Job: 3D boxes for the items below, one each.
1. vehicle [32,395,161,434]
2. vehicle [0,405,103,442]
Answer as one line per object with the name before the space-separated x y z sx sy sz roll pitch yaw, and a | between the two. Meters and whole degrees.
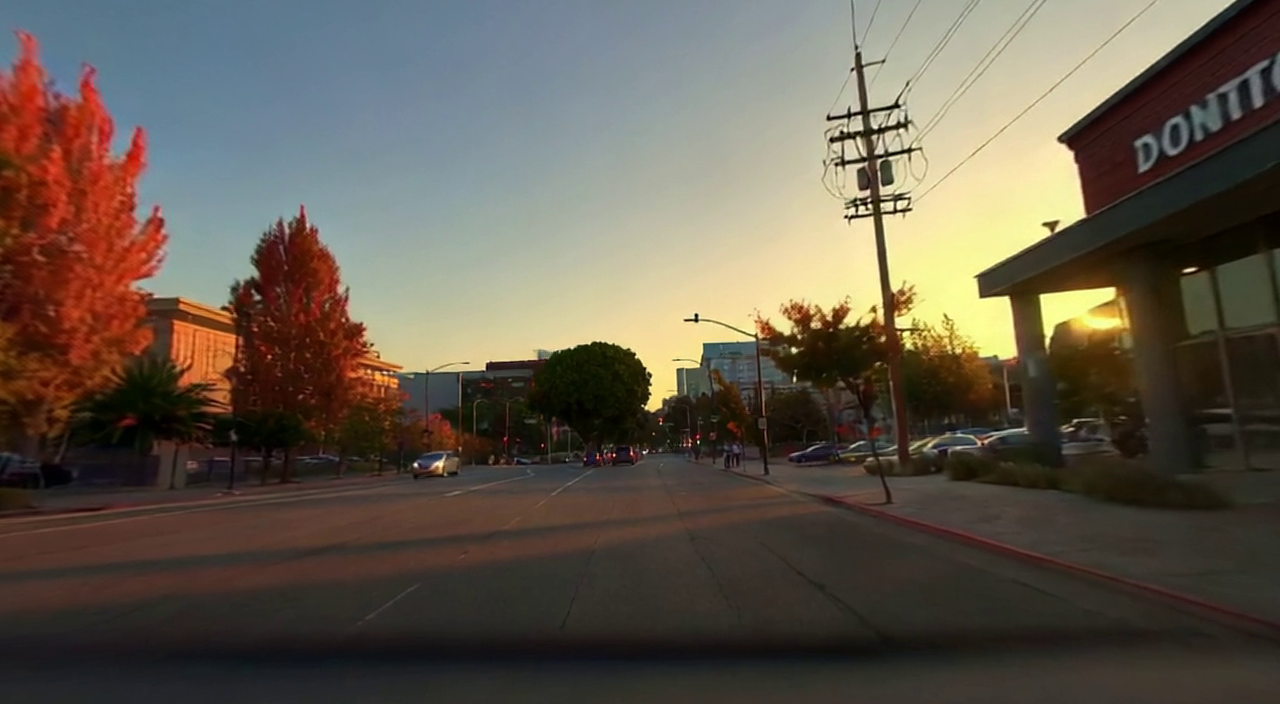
vehicle | -25.675 2.993 29.945 4.397 1.760 1.971 -1 -9 4
vehicle | -25.832 3.142 27.387 3.559 1.531 1.679 -1 -9 4
